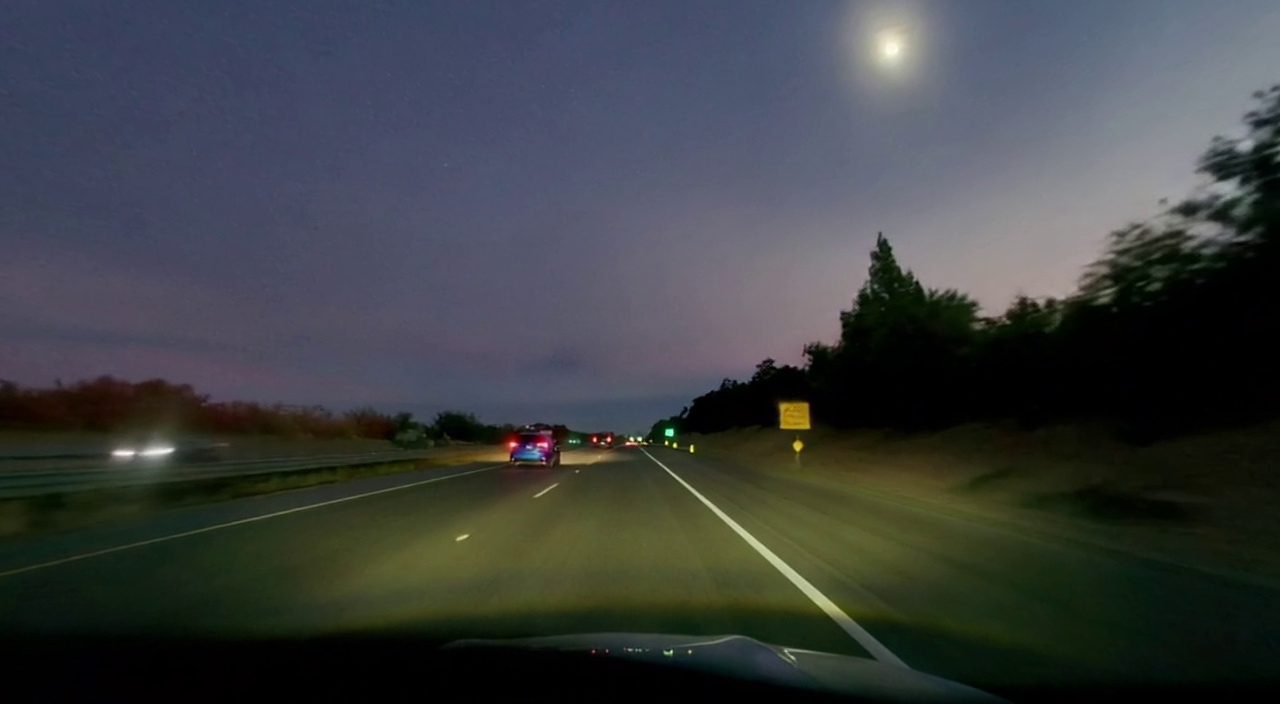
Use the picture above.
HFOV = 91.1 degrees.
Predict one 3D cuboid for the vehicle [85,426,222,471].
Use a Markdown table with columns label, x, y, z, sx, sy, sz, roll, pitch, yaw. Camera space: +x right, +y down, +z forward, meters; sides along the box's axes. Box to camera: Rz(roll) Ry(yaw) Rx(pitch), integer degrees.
| label | x | y | z | sx | sy | sz | roll | pitch | yaw |
| --- | --- | --- | --- | --- | --- | --- | --- | --- | --- |
| vehicle | -17.267 | 3.427 | 22.582 | 1.840 | 1.483 | 3.848 | 0 | -8 | -1 |

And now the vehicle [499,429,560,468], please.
| label | x | y | z | sx | sy | sz | roll | pitch | yaw |
| --- | --- | --- | --- | --- | --- | --- | --- | --- | --- |
| vehicle | -4.980 | 4.434 | 29.083 | 2.070 | 1.647 | 4.577 | 0 | -8 | -1 |
